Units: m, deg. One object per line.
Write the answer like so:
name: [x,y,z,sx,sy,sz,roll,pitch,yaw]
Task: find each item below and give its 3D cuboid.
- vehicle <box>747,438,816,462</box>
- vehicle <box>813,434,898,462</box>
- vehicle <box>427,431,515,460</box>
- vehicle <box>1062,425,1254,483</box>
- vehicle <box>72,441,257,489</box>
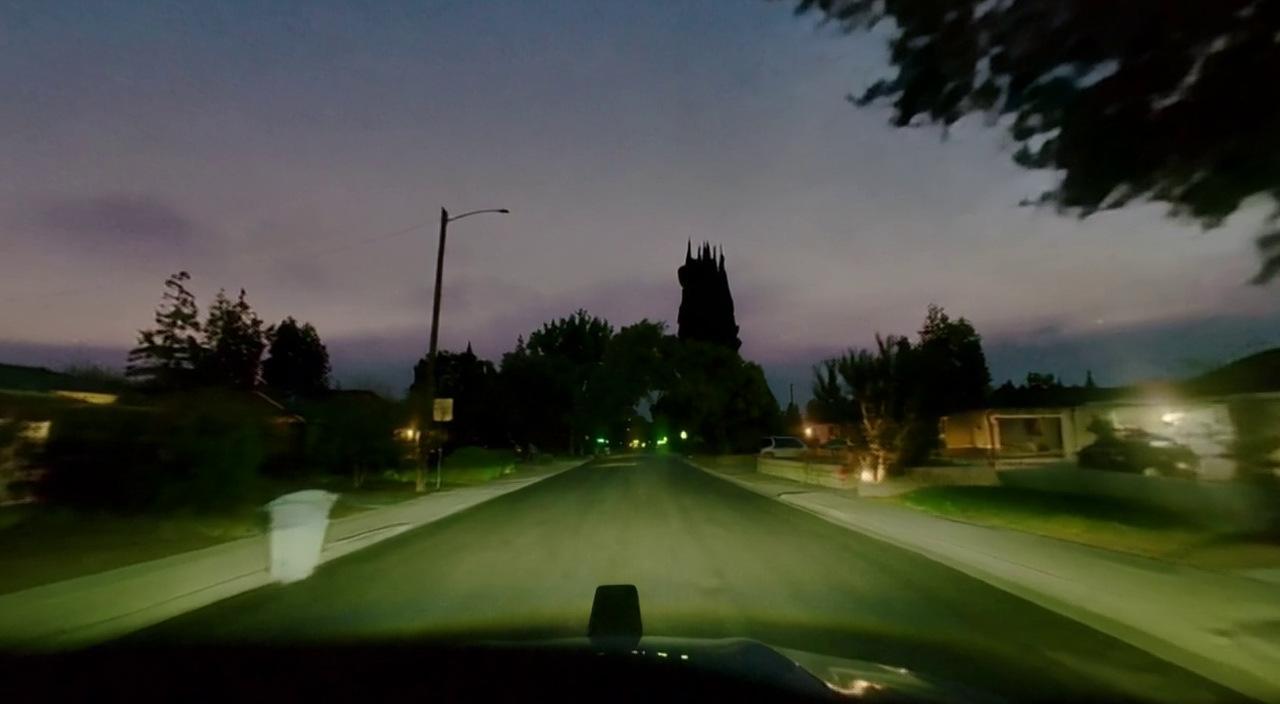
vehicle: [10.303,7.173,46.239,4.582,1.719,1.947,0,-8,0]
vehicle: [15.803,7.079,46.563,5.395,1.917,2.153,0,-9,-1]
vehicle: [-11.974,6.665,45.004,5.618,1.997,2.201,0,-8,-1]
vehicle: [16.445,3.236,20.224,4.495,1.724,1.943,1,-9,-4]
vehicle: [-14.344,3.405,19.249,4.138,1.355,1.808,0,-8,-1]
